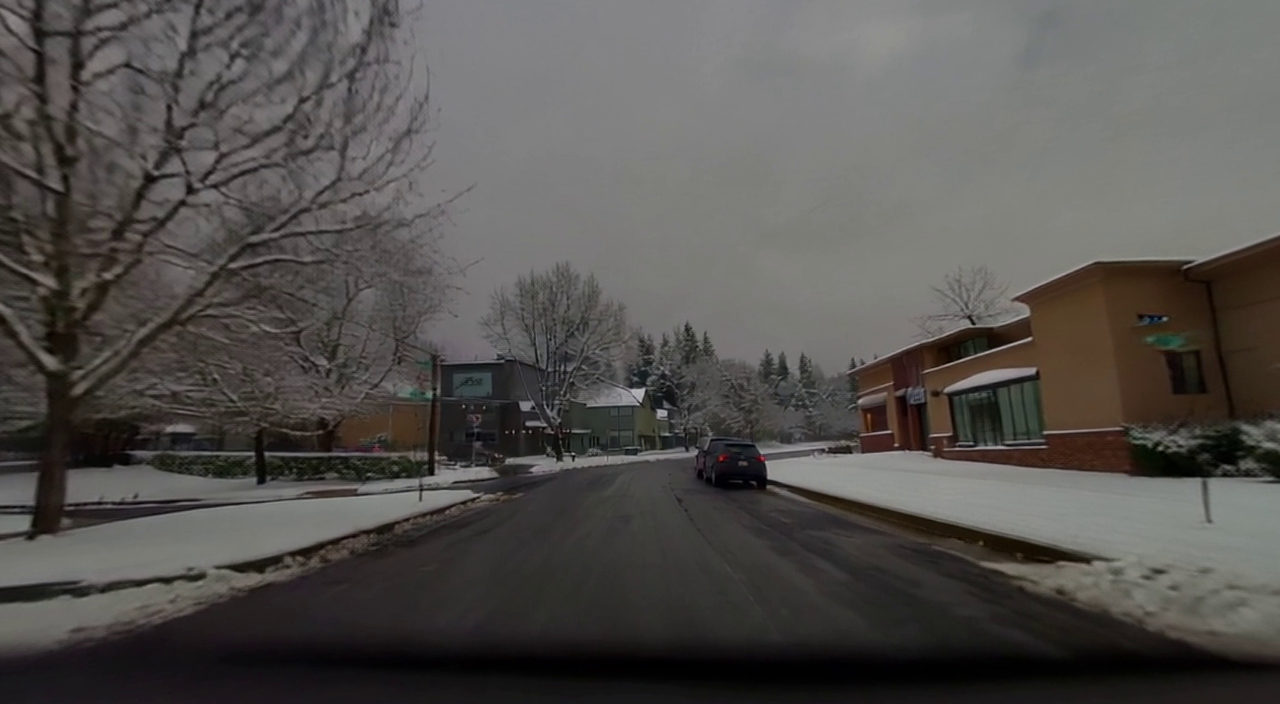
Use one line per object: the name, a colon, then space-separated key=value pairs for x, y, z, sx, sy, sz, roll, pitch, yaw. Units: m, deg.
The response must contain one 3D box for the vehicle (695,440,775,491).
vehicle: x=3.137 y=3.845 z=21.784 sx=2.064 sy=1.532 sz=4.596 roll=0 pitch=-9 yaw=0
